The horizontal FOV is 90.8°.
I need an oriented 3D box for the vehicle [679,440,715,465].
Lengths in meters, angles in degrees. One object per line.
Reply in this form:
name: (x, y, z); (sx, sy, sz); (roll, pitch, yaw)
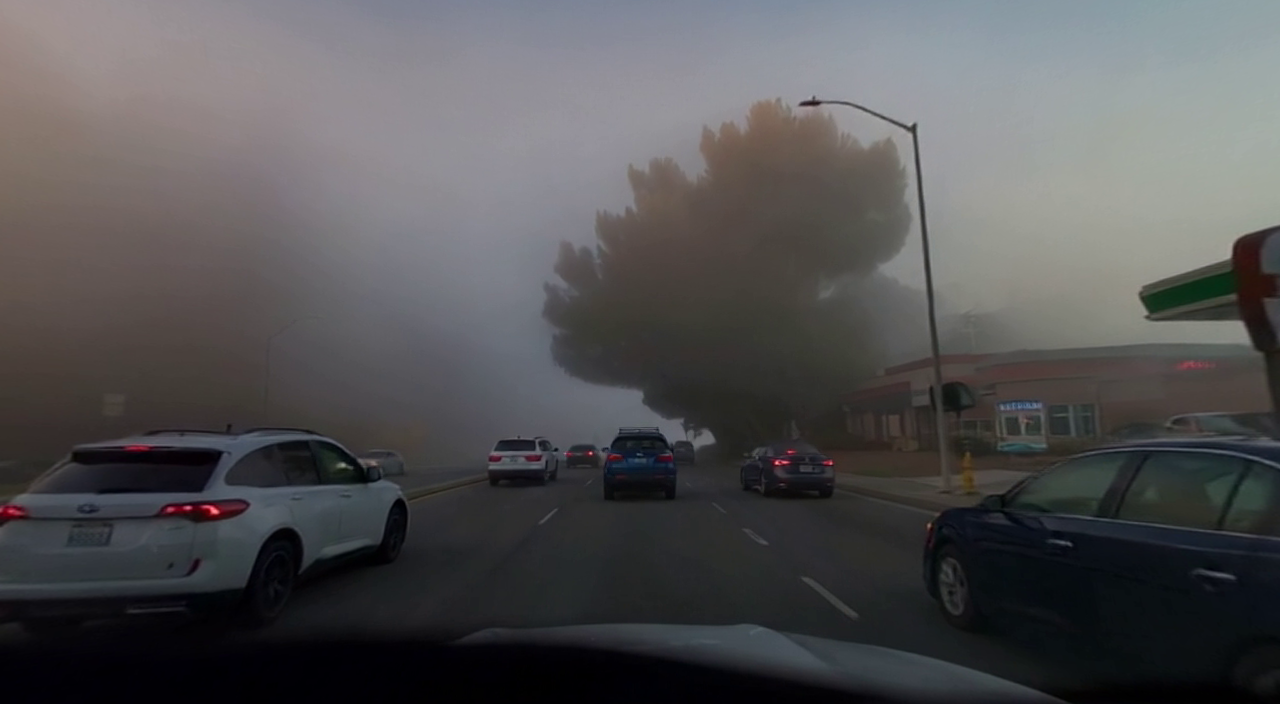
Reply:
vehicle: (3.738, 6.631, 41.903); (1.926, 1.522, 3.852); (0, -8, -2)

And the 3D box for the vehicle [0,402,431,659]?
vehicle: (-3.602, 1.401, 5.995); (1.864, 1.574, 4.031); (0, -8, 0)

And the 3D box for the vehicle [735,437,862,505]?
vehicle: (3.775, 2.905, 15.970); (1.888, 1.456, 4.589); (0, -8, -2)

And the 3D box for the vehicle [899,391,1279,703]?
vehicle: (3.263, 1.019, 3.131); (1.976, 1.492, 4.436); (0, -8, -1)

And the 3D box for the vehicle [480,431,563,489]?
vehicle: (-3.787, 3.534, 20.936); (1.932, 1.695, 4.150); (0, -8, 0)

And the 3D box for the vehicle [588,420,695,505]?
vehicle: (0.015, 2.672, 15.686); (2.279, 1.803, 4.254); (0, -8, 0)
